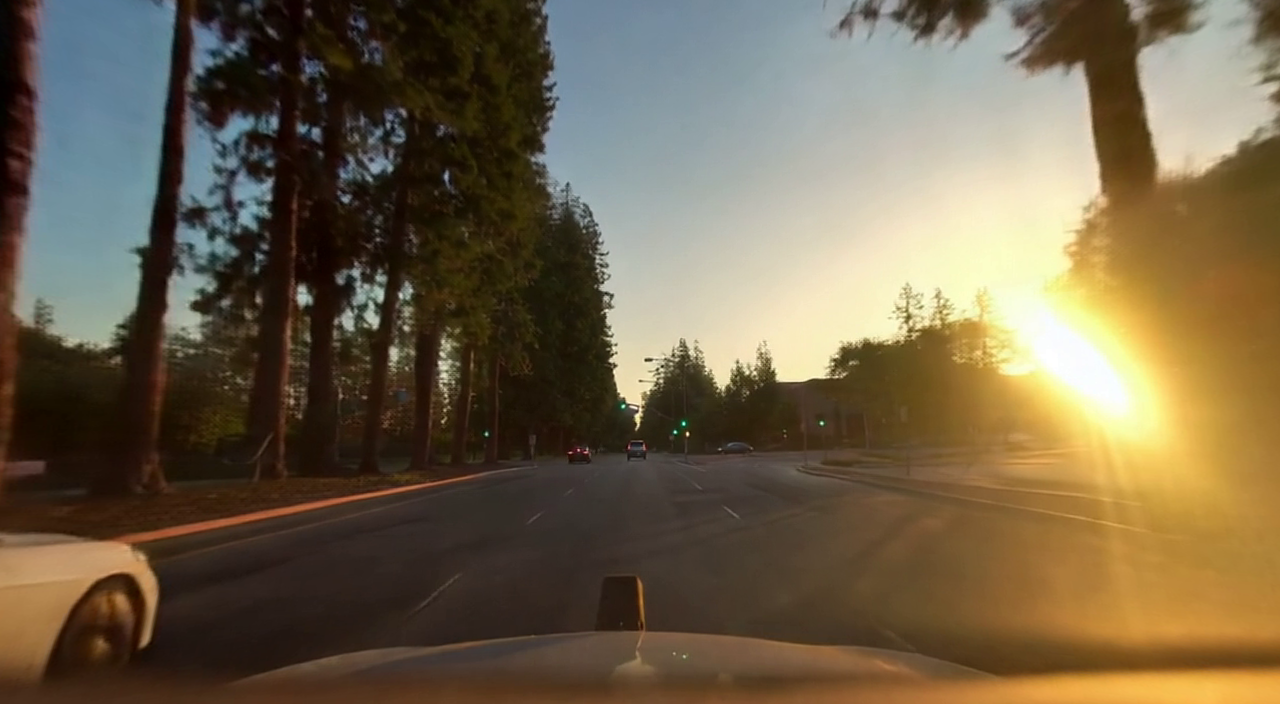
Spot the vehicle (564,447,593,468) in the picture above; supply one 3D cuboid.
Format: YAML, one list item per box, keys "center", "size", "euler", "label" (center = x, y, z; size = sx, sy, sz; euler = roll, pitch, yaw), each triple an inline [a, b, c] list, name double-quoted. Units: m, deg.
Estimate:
- center: [-4.456, 7.650, 46.088]
  size: [1.674, 1.408, 4.141]
  euler: [0, -8, 1]
  label: "vehicle"

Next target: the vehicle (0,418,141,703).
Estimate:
- center: [-3.723, 0.795, 1.170]
  size: [1.968, 1.459, 4.433]
  euler: [0, -8, 0]
  label: "vehicle"
